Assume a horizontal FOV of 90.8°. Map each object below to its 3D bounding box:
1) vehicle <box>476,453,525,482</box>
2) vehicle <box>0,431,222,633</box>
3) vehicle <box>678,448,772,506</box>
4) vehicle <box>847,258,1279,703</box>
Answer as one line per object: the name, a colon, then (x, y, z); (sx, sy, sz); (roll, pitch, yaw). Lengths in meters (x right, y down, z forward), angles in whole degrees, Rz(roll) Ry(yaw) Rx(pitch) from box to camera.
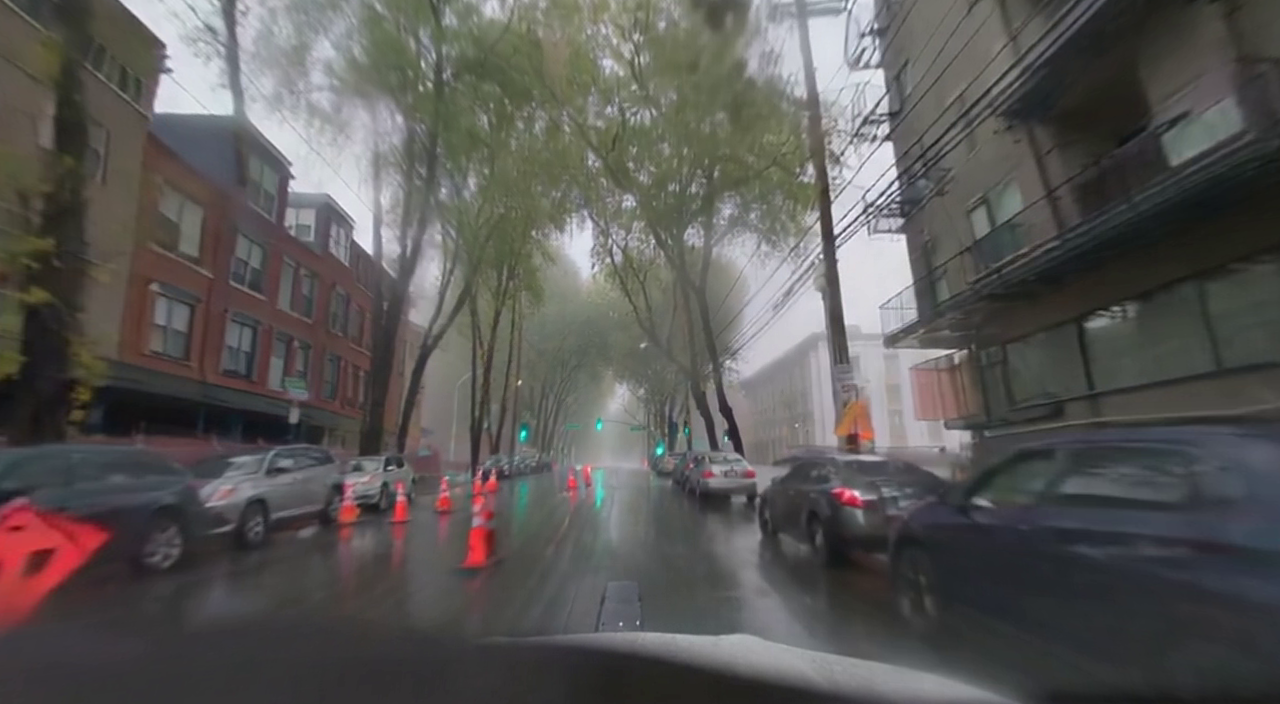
vehicle: (-7.543, 6.278, 34.579); (1.968, 1.450, 4.271); (1, -9, -3)
vehicle: (-6.460, 1.635, 6.058); (1.971, 1.697, 4.450); (1, -9, -3)
vehicle: (2.435, 3.726, 19.375); (2.010, 1.499, 4.754); (1, -9, -3)
vehicle: (3.144, 1.007, 3.797); (1.994, 1.857, 4.393); (2, -14, -4)
